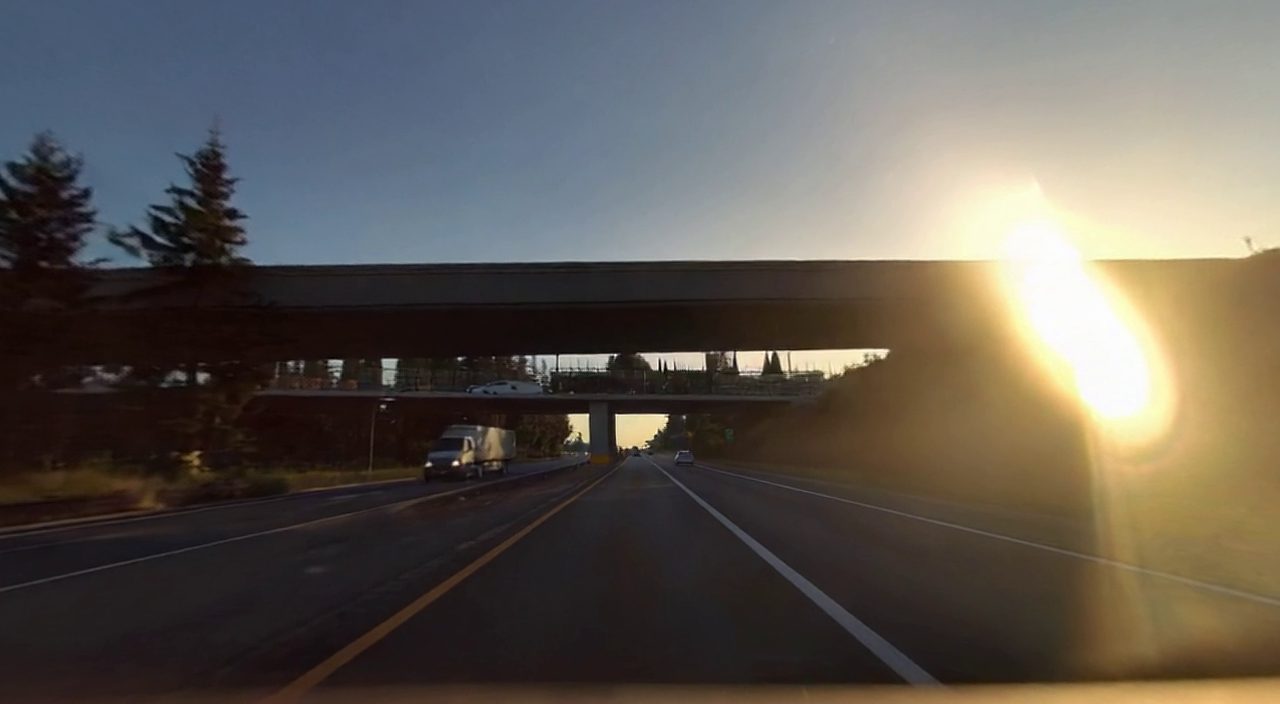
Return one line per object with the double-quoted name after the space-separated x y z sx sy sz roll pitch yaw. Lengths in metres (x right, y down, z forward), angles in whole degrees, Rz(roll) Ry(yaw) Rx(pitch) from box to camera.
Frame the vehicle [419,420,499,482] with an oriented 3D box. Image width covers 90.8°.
-13.107 7.323 46.797 3.038 4.027 9.826 0 -9 0 "vehicle"
